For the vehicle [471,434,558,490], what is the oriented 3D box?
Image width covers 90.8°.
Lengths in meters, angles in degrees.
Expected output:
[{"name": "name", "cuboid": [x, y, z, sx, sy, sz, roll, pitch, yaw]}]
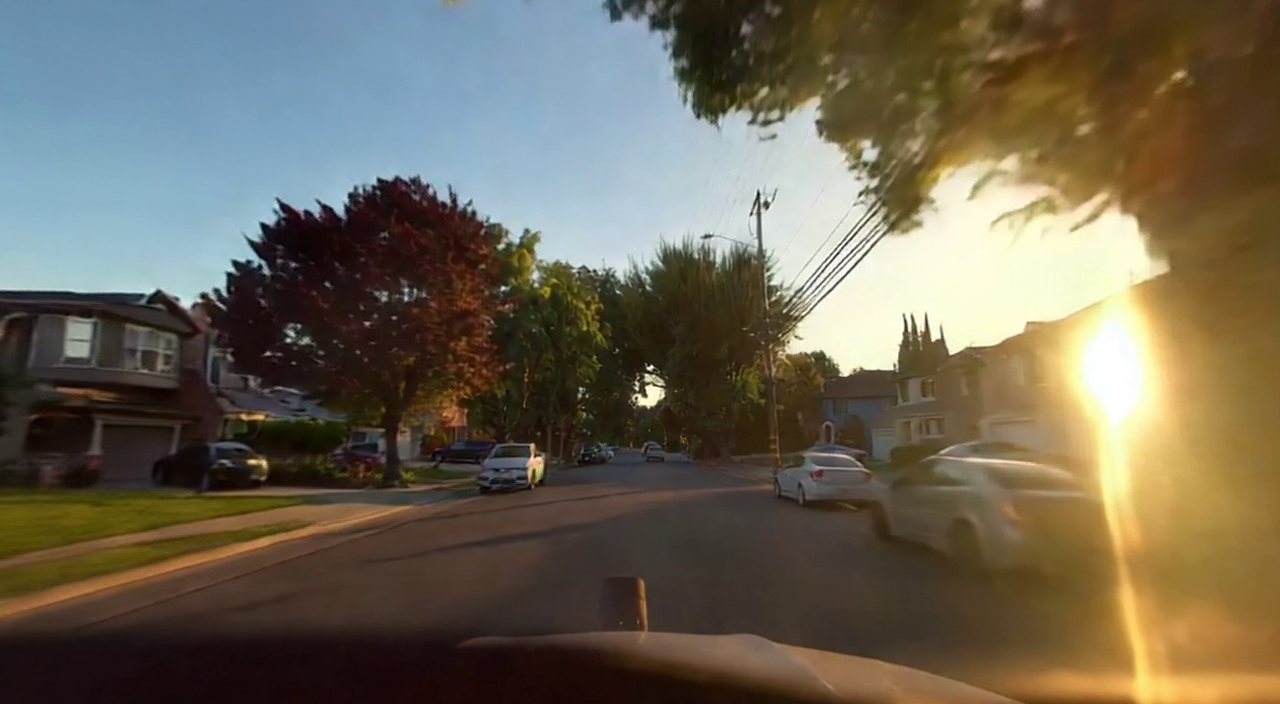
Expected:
[{"name": "vehicle", "cuboid": [-4.471, 3.981, 23.414, 2.164, 1.810, 5.044, 1, -8, 0]}]

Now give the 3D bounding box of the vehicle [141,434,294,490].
[{"name": "vehicle", "cuboid": [-14.109, 3.634, 21.081, 4.702, 1.675, 1.984, -4, -10, 25]}]

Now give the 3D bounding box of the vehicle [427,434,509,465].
[{"name": "vehicle", "cuboid": [-11.802, 6.741, 43.639, 4.962, 1.866, 2.075, 2, -9, -2]}]

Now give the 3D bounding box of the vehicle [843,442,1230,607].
[{"name": "vehicle", "cuboid": [4.331, 1.905, 7.987, 2.031, 1.471, 4.328, 0, -9, -1]}]

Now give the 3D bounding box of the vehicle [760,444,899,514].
[{"name": "vehicle", "cuboid": [4.541, 3.107, 16.066, 2.094, 1.490, 4.739, 0, -9, 0]}]
